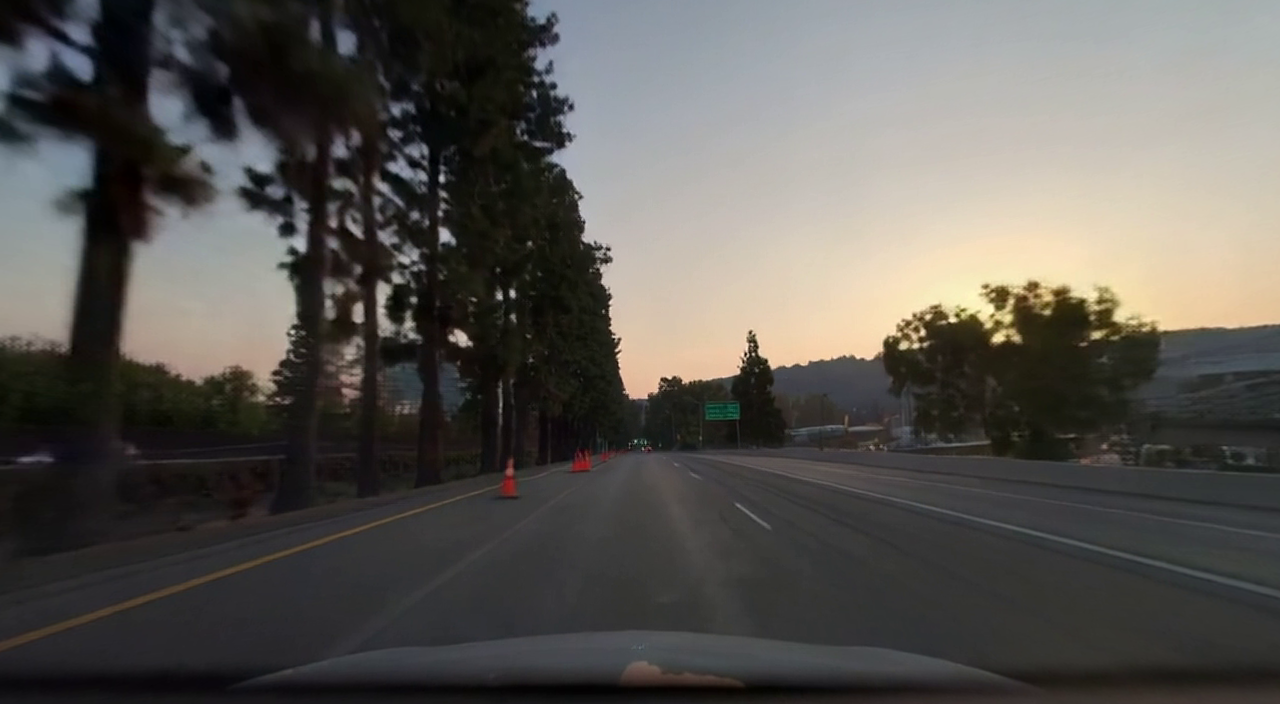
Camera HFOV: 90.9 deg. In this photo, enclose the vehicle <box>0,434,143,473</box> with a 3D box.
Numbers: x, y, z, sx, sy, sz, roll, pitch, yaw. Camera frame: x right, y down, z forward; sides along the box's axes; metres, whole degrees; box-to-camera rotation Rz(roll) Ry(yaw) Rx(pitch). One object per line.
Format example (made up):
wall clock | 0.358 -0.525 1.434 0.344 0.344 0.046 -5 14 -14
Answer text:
vehicle | -23.894 4.276 26.692 1.883 1.506 4.574 0 -8 0
